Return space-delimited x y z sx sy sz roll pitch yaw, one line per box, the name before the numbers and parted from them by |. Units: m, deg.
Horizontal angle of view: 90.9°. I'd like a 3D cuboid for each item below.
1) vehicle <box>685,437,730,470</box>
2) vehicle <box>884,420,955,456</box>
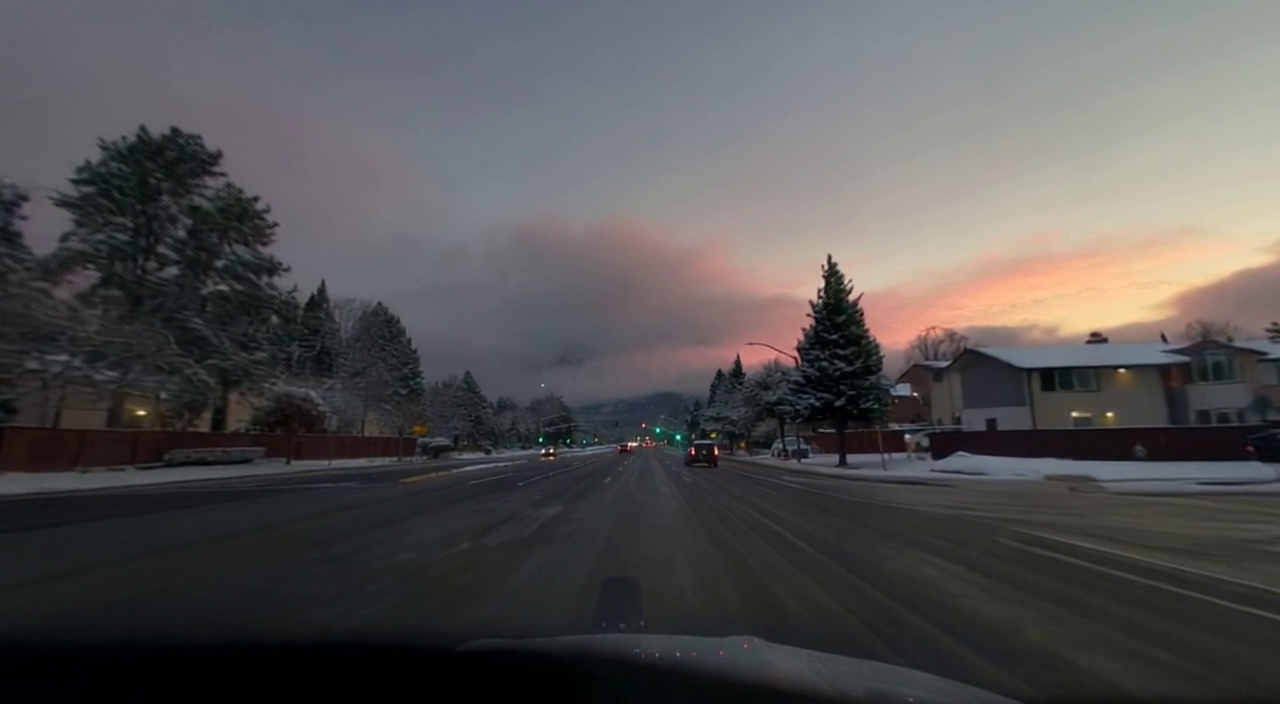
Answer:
vehicle | 3.894 5.962 37.188 2.114 1.780 4.445 0 -8 -1
vehicle | 15.669 4.855 35.623 2.084 1.868 5.067 0 -8 6
